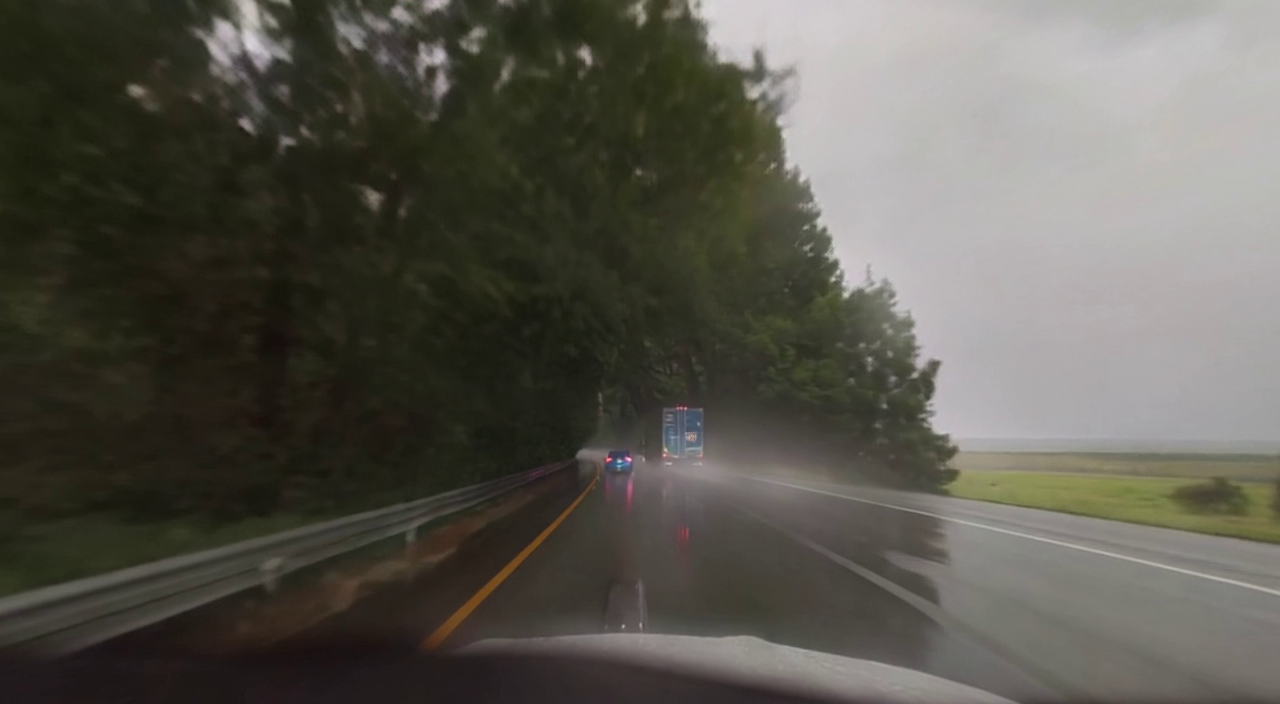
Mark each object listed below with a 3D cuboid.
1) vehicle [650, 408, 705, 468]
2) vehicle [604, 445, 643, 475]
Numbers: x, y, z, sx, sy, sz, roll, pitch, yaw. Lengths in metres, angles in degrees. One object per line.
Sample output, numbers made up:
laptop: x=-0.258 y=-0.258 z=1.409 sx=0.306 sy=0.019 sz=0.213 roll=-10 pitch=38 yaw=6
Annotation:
vehicle: x=2.618 y=6.931 z=49.696 sx=2.951 sy=4.012 sz=14.203 roll=1 pitch=-9 yaw=-2
vehicle: x=-0.843 y=5.599 z=32.850 sx=1.913 sy=1.460 sz=3.610 roll=0 pitch=-9 yaw=-2
